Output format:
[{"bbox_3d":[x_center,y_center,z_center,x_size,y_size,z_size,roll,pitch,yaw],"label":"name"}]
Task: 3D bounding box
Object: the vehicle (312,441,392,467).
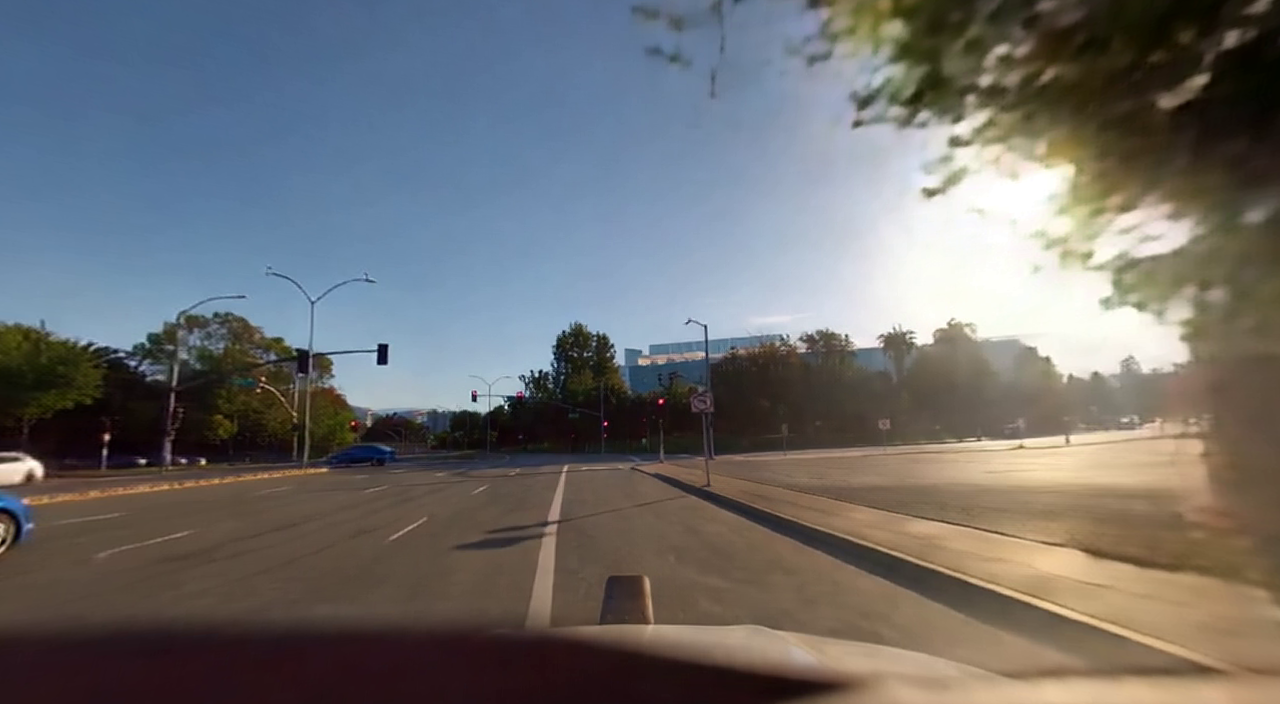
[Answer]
[{"bbox_3d":[-18.458,6.530,40.600,1.837,1.530,4.570,-4,-9,23],"label":"vehicle"}]
